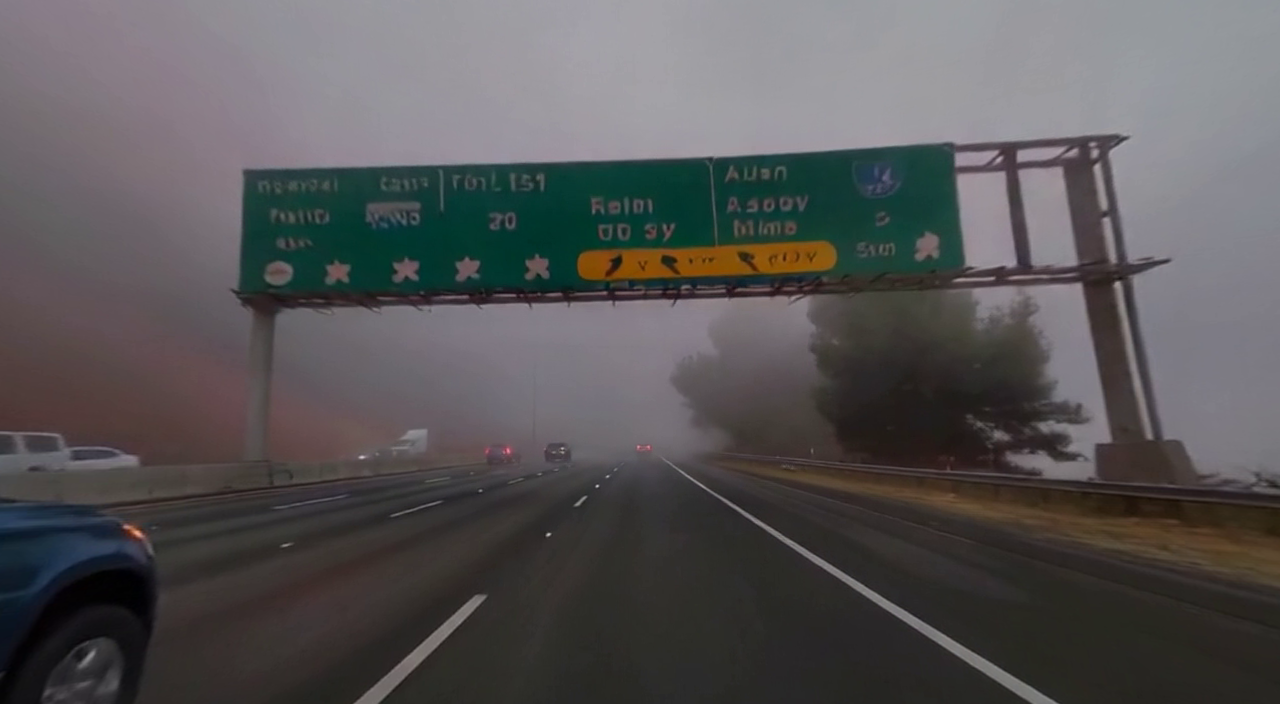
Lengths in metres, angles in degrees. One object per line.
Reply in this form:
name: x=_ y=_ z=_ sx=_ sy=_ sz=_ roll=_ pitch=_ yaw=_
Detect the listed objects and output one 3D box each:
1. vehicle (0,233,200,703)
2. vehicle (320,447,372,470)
vehicle: x=-3.482 y=0.271 z=0.139 sx=2.366 sy=1.998 sz=6.033 roll=0 pitch=-9 yaw=0
vehicle: x=-19.275 y=6.989 z=41.497 sx=1.611 sy=1.444 sz=3.667 roll=0 pitch=-9 yaw=1
